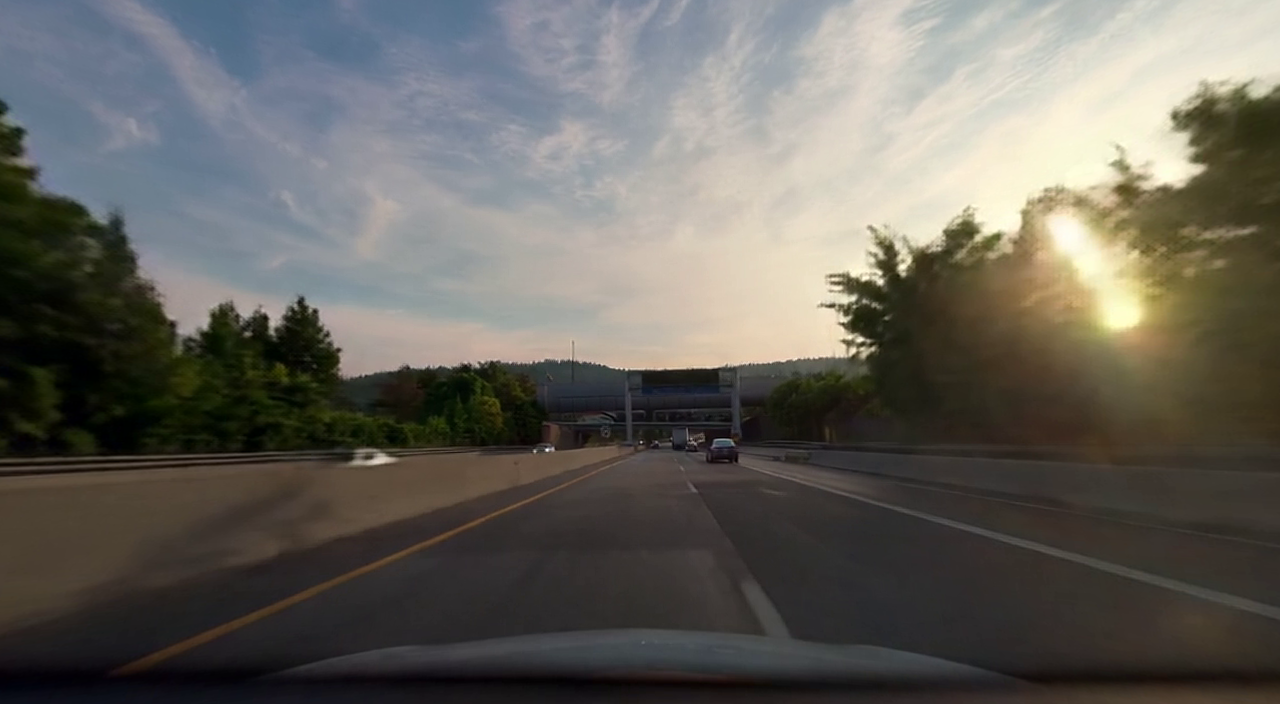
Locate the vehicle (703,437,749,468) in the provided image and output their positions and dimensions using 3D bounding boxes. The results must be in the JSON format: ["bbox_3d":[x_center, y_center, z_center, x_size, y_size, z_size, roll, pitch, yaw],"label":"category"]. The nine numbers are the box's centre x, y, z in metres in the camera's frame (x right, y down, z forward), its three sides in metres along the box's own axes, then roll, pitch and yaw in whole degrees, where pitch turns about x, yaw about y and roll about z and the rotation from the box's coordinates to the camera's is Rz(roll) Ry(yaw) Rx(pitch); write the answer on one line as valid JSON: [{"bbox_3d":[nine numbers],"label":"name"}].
[{"bbox_3d":[4.613,5.448,34.357,1.954,1.550,4.140,0,-8,0],"label":"vehicle"}]

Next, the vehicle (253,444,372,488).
[{"bbox_3d":[-11.953,4.158,23.352,2.041,1.469,4.247,0,-8,2],"label":"vehicle"}]
